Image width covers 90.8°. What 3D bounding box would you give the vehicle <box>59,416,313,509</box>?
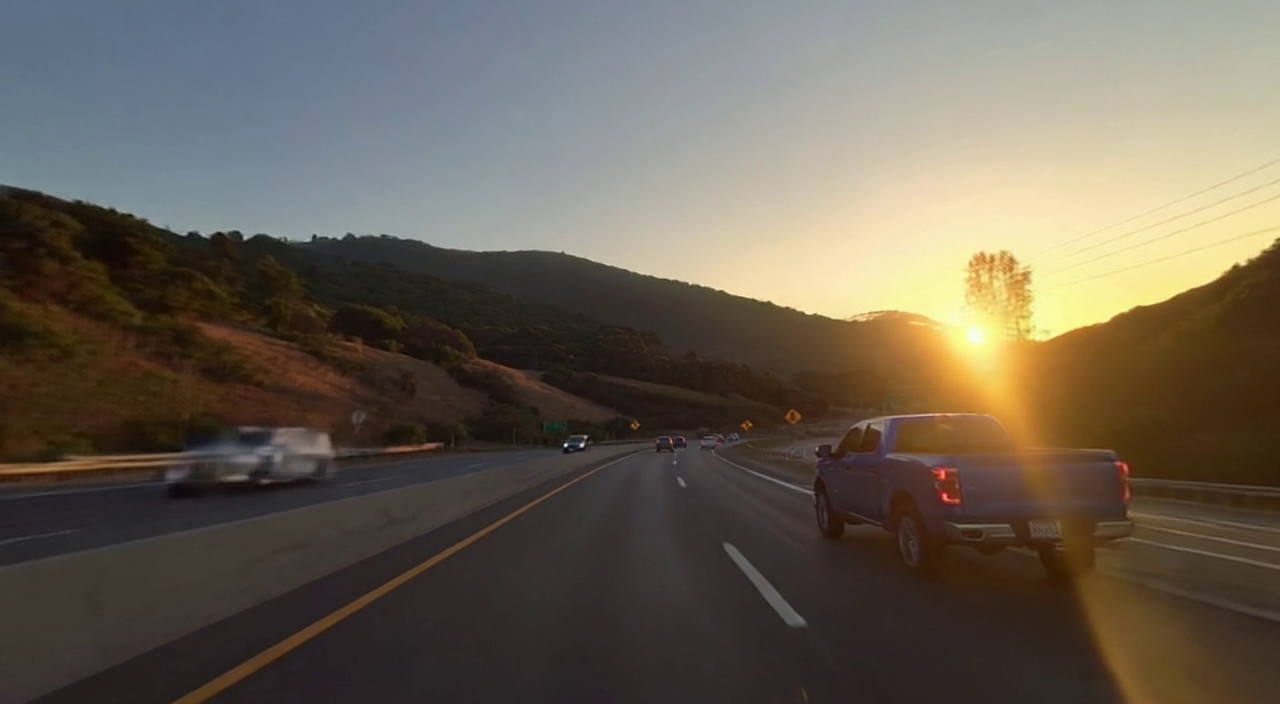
[{"bbox_3d":[-11.006,2.729,16.130,2.173,1.932,5.712,0,-8,1],"label":"vehicle"}]

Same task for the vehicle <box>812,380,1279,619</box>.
[{"bbox_3d":[3.662,1.420,7.051,2.151,1.744,4.709,0,-8,0],"label":"vehicle"}]
